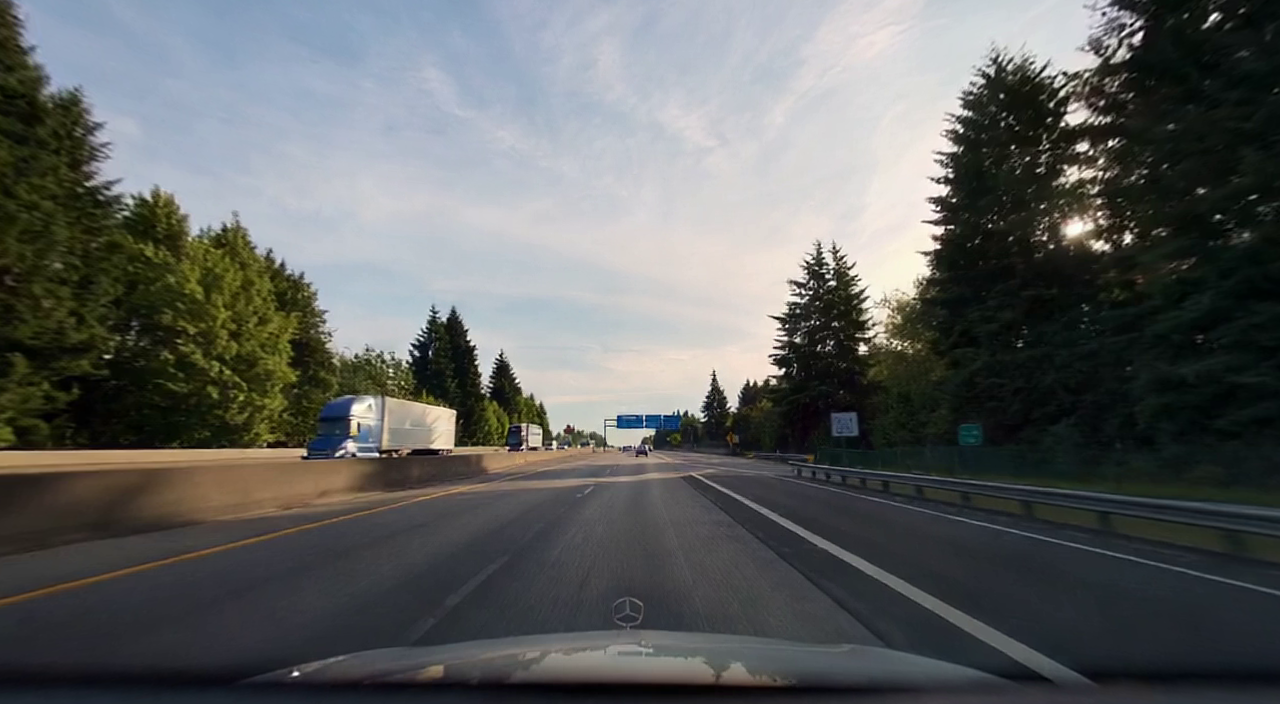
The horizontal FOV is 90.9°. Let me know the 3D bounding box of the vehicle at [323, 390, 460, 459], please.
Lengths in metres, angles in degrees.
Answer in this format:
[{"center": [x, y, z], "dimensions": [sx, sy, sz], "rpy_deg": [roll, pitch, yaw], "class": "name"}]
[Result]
[{"center": [-16.331, 5.371, 43.698], "dimensions": [2.878, 3.843, 16.564], "rpy_deg": [0, -9, 0], "class": "vehicle"}]
